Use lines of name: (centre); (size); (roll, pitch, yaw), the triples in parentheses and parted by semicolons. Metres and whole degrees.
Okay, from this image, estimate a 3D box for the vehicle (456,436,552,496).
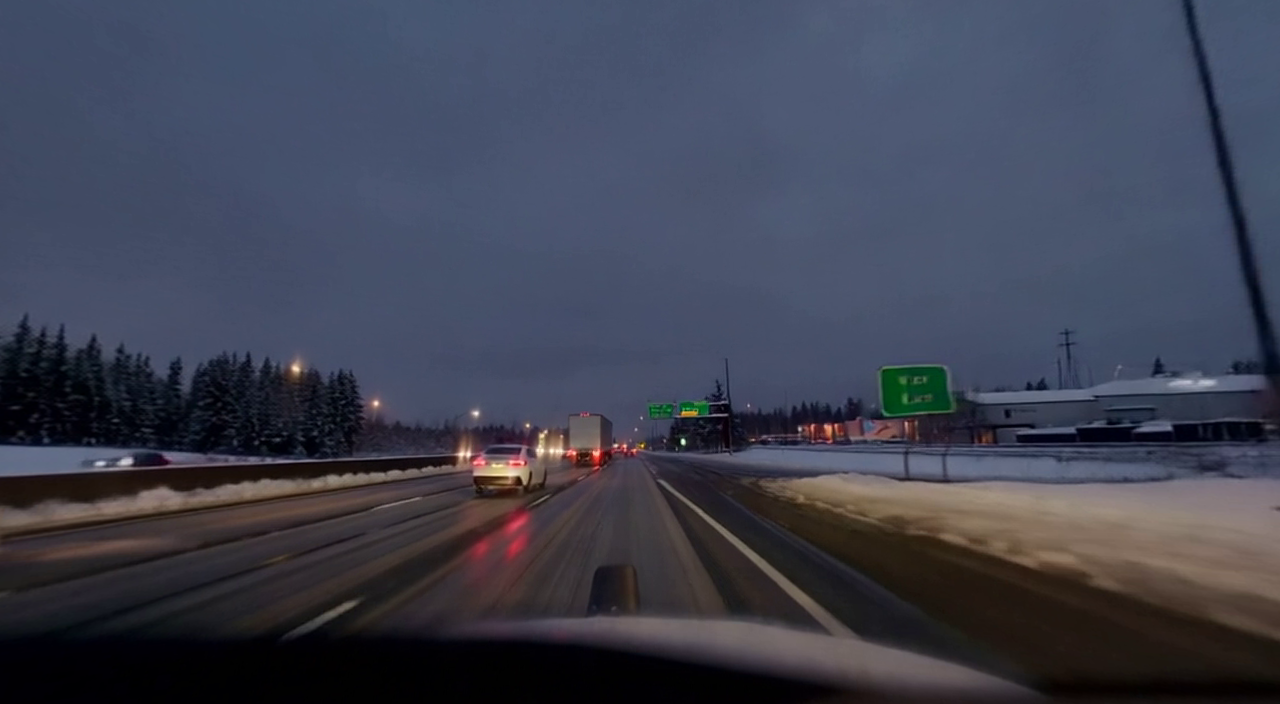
vehicle: (-4.095, 3.504, 19.768); (2.033, 1.669, 4.112); (0, -9, 0)
